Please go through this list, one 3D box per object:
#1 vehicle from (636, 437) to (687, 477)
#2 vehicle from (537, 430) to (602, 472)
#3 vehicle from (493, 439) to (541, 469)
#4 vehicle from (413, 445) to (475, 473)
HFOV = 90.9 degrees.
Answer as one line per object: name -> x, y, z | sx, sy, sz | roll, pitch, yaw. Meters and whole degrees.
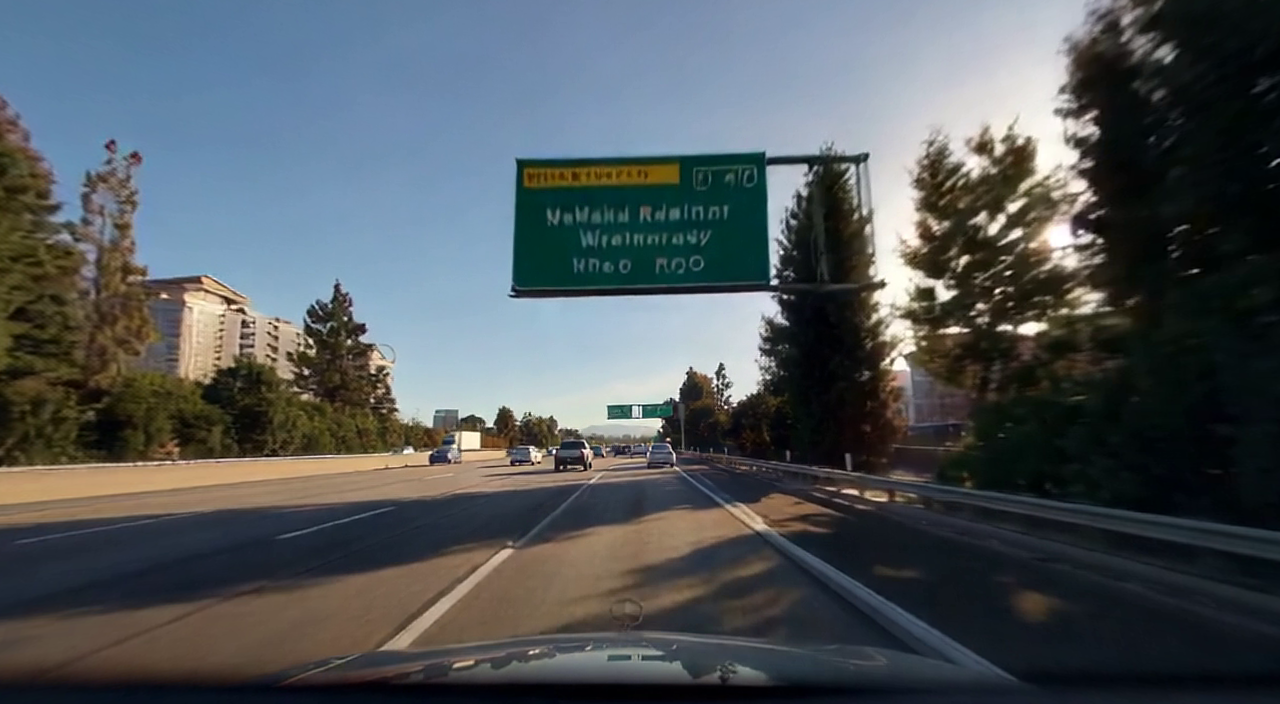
vehicle -> 0.873, 4.768, 28.933 | 2.135, 1.697, 4.757 | 0, -8, 0
vehicle -> -3.672, 5.340, 34.262 | 2.751, 2.050, 5.761 | 0, -8, 1
vehicle -> -7.803, 6.513, 40.539 | 2.078, 1.779, 4.610 | 0, -8, 1
vehicle -> -11.089, 6.054, 36.072 | 1.951, 1.491, 4.697 | 0, -8, 1
